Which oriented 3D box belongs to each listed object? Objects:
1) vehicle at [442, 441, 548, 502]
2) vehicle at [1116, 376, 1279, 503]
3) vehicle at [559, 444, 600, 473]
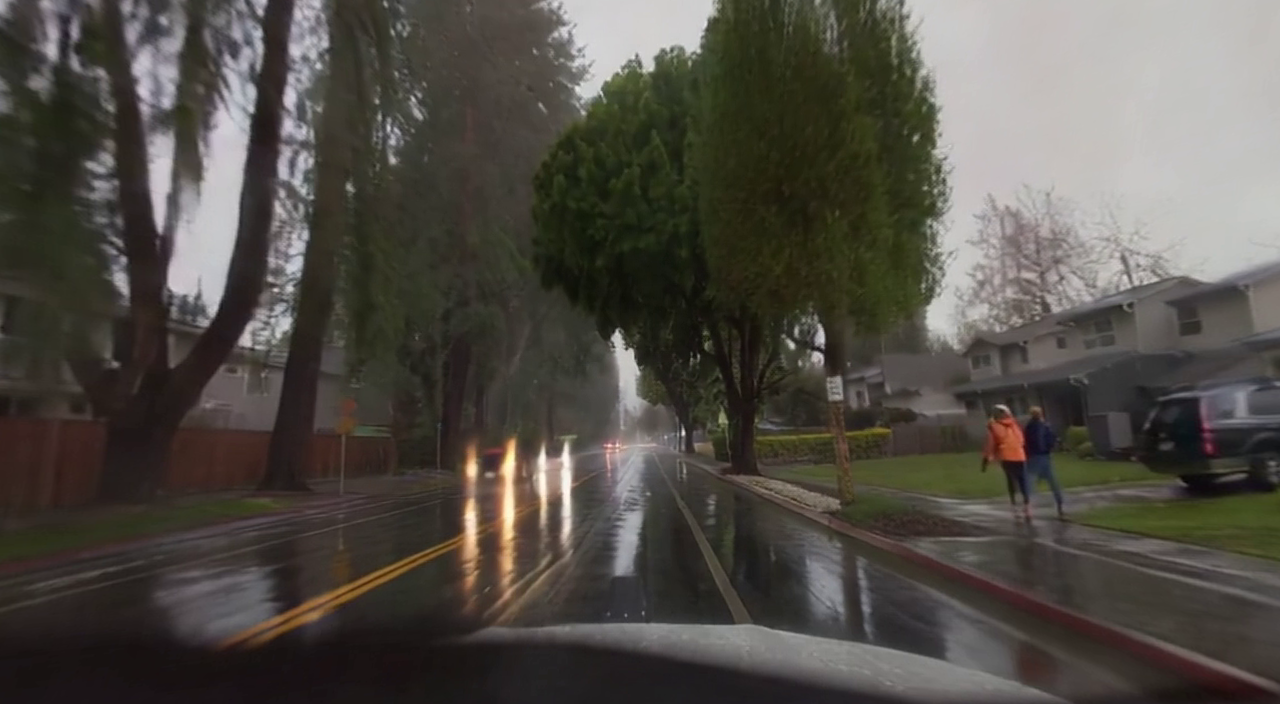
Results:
[{"bbox_3d":[-4.452,3.722,20.229,2.167,1.691,4.755,0,-8,1],"label":"vehicle"},{"bbox_3d":[11.354,1.491,10.770,4.665,1.944,2.092,0,-8,-1],"label":"vehicle"},{"bbox_3d":[-3.869,6.888,41.099,2.041,1.780,4.618,0,-8,1],"label":"vehicle"}]
